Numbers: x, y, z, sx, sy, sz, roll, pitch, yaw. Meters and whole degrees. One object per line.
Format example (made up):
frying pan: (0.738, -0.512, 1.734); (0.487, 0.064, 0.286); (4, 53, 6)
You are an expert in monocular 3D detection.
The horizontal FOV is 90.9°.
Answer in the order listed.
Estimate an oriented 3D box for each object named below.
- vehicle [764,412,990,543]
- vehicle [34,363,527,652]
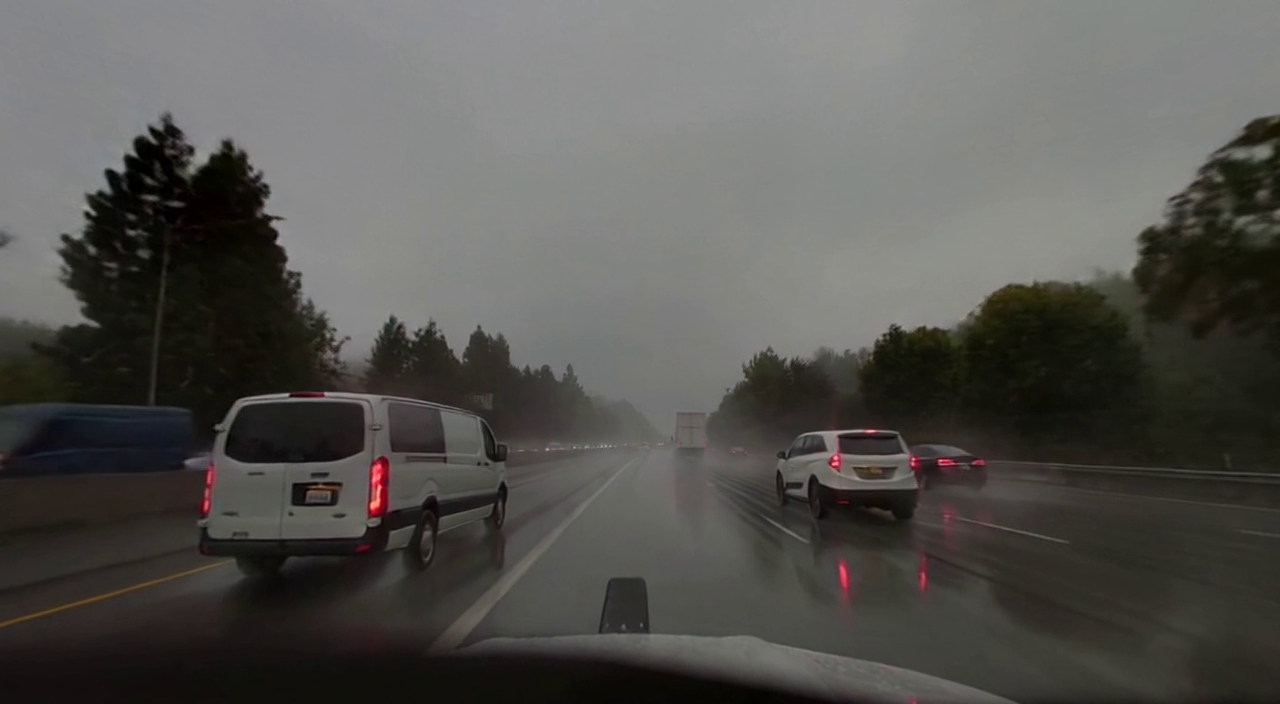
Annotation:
vehicle: (3.866, 2.146, 11.440); (2.209, 1.862, 4.717); (0, -8, 0)
vehicle: (-2.899, 1.423, 6.969); (2.159, 1.922, 5.345); (0, -8, 2)
